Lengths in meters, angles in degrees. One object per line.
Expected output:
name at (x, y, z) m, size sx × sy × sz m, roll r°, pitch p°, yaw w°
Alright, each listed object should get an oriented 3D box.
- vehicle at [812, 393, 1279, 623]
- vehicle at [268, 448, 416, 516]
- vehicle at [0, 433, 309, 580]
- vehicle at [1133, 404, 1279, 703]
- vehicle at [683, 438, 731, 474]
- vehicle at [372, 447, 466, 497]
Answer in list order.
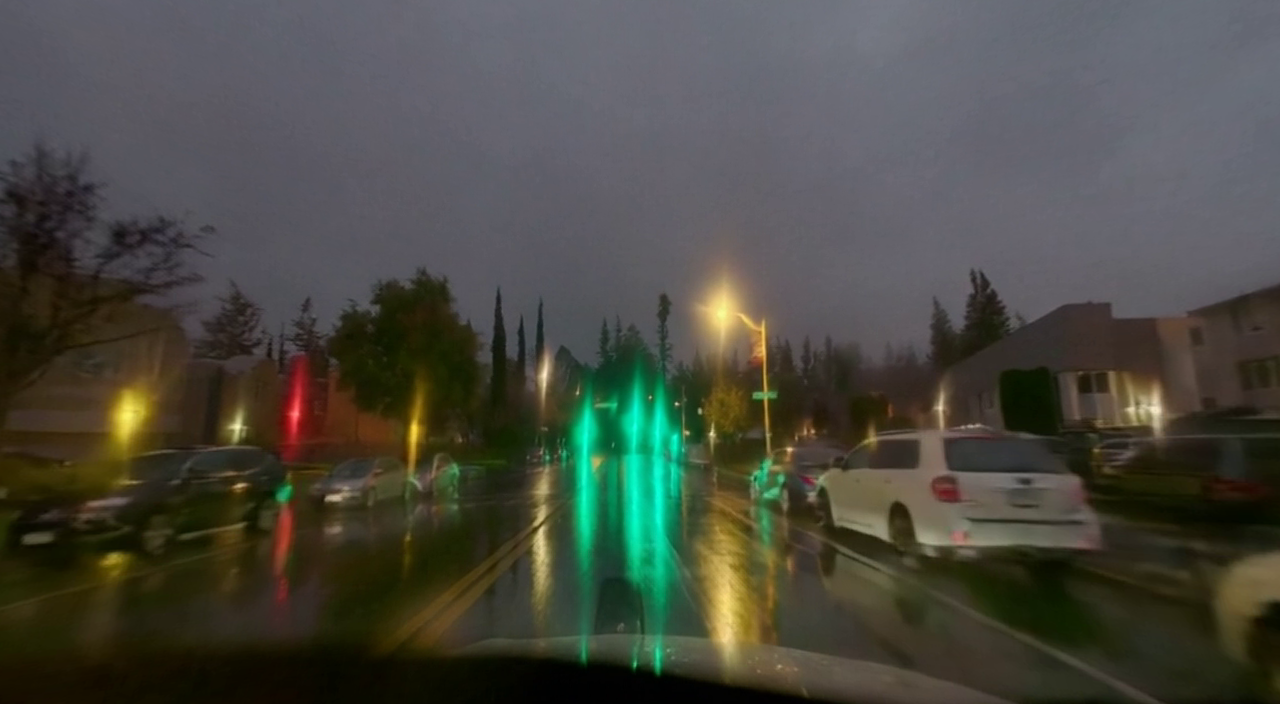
vehicle at (3.936, 1.600, 7.612) m, size 2.148 × 1.777 × 5.196 m, roll 0°, pitch -8°, yaw -1°
vehicle at (-7.721, 3.350, 16.915) m, size 2.013 × 1.550 × 4.290 m, roll 0°, pitch -8°, yaw -2°
vehicle at (-7.471, 2.199, 10.050) m, size 2.091 × 1.724 × 4.536 m, roll -1°, pitch -7°, yaw -2°
vehicle at (3.841, 0.814, 1.445) m, size 1.914 × 1.552 × 4.321 m, roll 0°, pitch -8°, yaw 0°
vehicle at (3.682, 5.829, 35.604) m, size 2.034 × 1.906 × 4.653 m, roll 0°, pitch -8°, yaw -2°
vehicle at (-7.750, 4.218, 22.596) m, size 1.965 × 1.501 × 3.892 m, roll -1°, pitch -7°, yaw 0°
